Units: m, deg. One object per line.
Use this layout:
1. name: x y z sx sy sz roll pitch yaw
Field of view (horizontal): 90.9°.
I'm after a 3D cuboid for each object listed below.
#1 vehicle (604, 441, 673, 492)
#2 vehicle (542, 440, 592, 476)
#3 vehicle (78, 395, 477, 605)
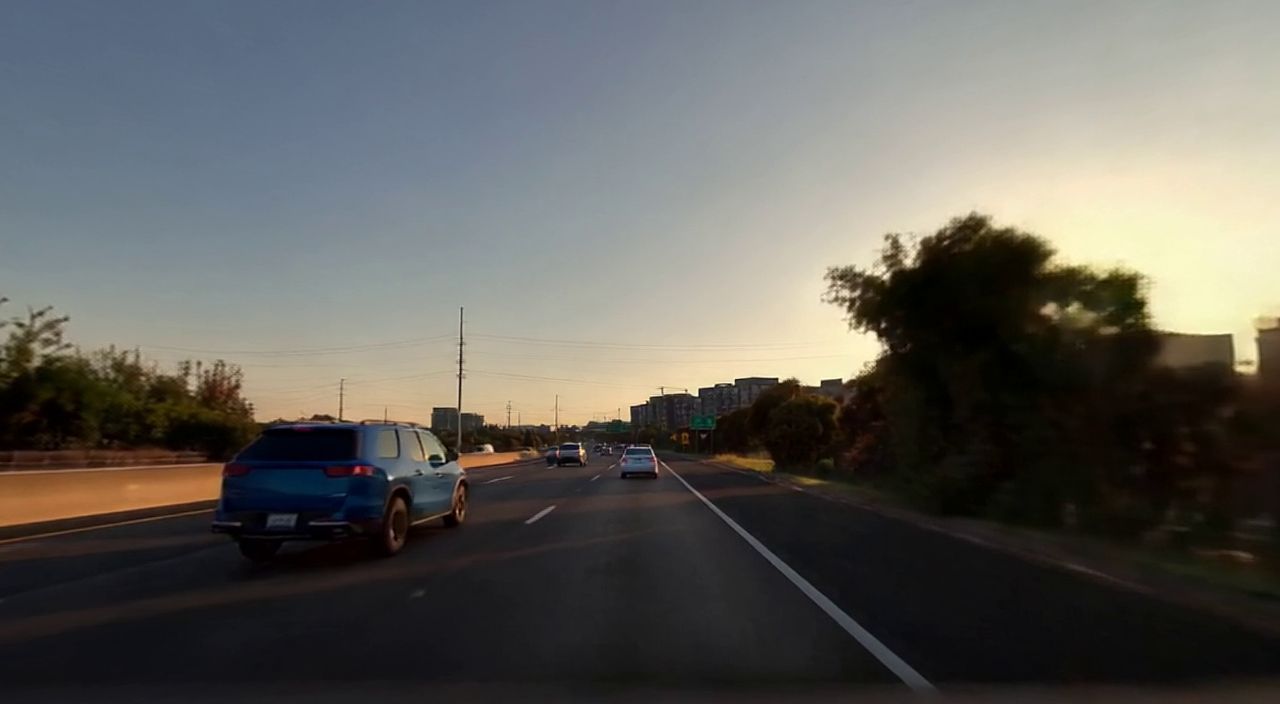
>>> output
1. vehicle: -0.047 3.695 20.696 2.047 1.473 3.978 0 -8 0
2. vehicle: -3.662 5.394 32.405 1.993 1.717 4.321 -1 -8 1
3. vehicle: -3.718 1.611 7.755 2.133 1.789 4.518 -1 -8 1
